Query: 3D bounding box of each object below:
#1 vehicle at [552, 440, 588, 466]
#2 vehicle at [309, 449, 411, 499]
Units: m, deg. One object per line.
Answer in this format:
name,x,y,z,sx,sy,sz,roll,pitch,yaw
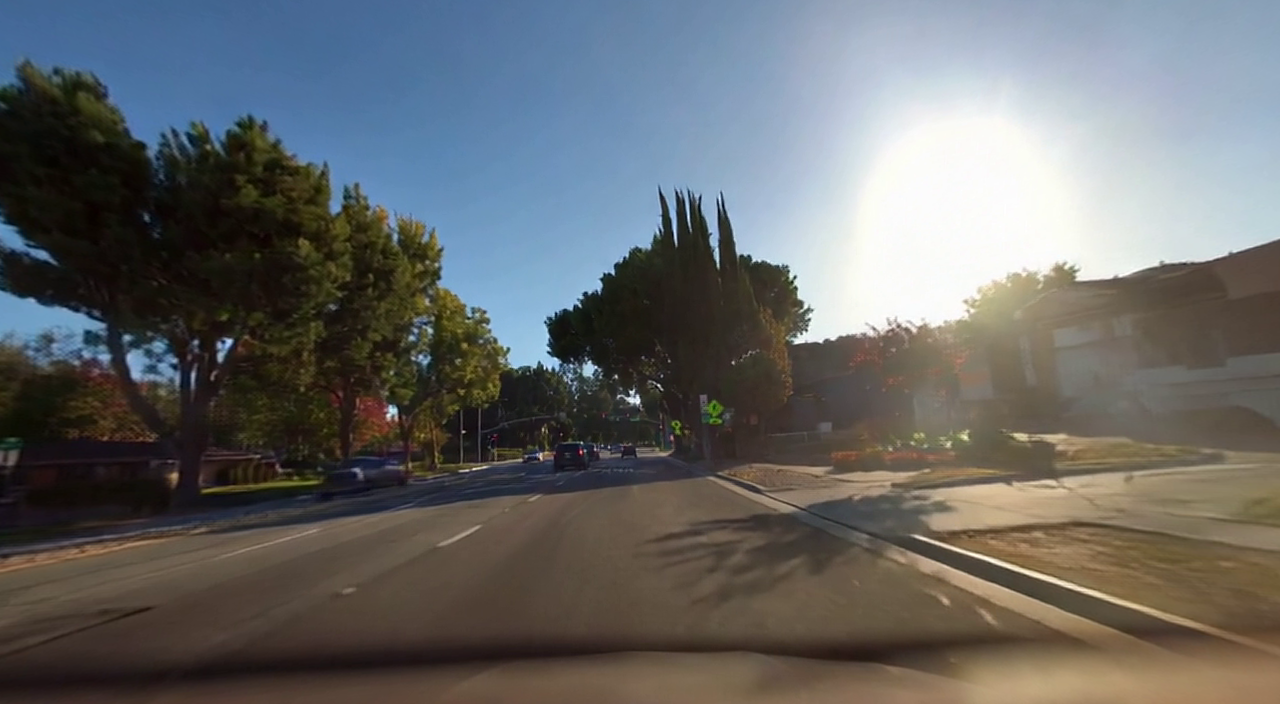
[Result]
vehicle,-4.877,7.123,44.661,2.065,1.714,4.272,0,-8,0
vehicle,-11.079,4.822,25.385,2.121,1.769,4.359,0,-8,-1
